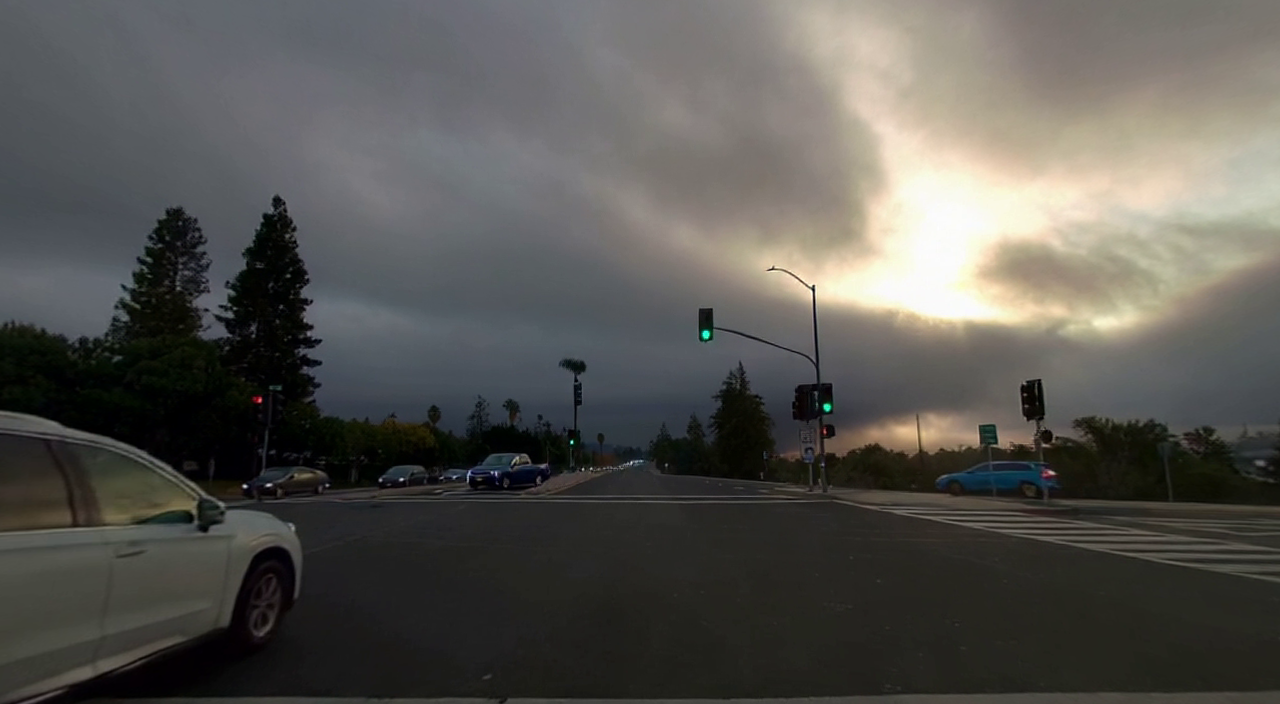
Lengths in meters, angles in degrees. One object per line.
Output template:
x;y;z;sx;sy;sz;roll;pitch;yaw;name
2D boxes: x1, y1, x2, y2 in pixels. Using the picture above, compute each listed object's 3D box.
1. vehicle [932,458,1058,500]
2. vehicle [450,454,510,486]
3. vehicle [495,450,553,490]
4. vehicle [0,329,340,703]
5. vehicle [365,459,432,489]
15.543;5.562;27.843;4.571;1.621;2.113;-5;-10;27;vehicle
-8.043;5.973;32.076;1.960;1.433;4.213;0;-8;0;vehicle
-4.774;4.887;26.519;2.107;1.456;4.728;1;-9;-7;vehicle
-3.498;0.841;2.568;2.242;1.761;4.505;0;-8;1;vehicle
-17.240;8.724;45.242;2.111;1.925;4.507;-3;-9;16;vehicle
